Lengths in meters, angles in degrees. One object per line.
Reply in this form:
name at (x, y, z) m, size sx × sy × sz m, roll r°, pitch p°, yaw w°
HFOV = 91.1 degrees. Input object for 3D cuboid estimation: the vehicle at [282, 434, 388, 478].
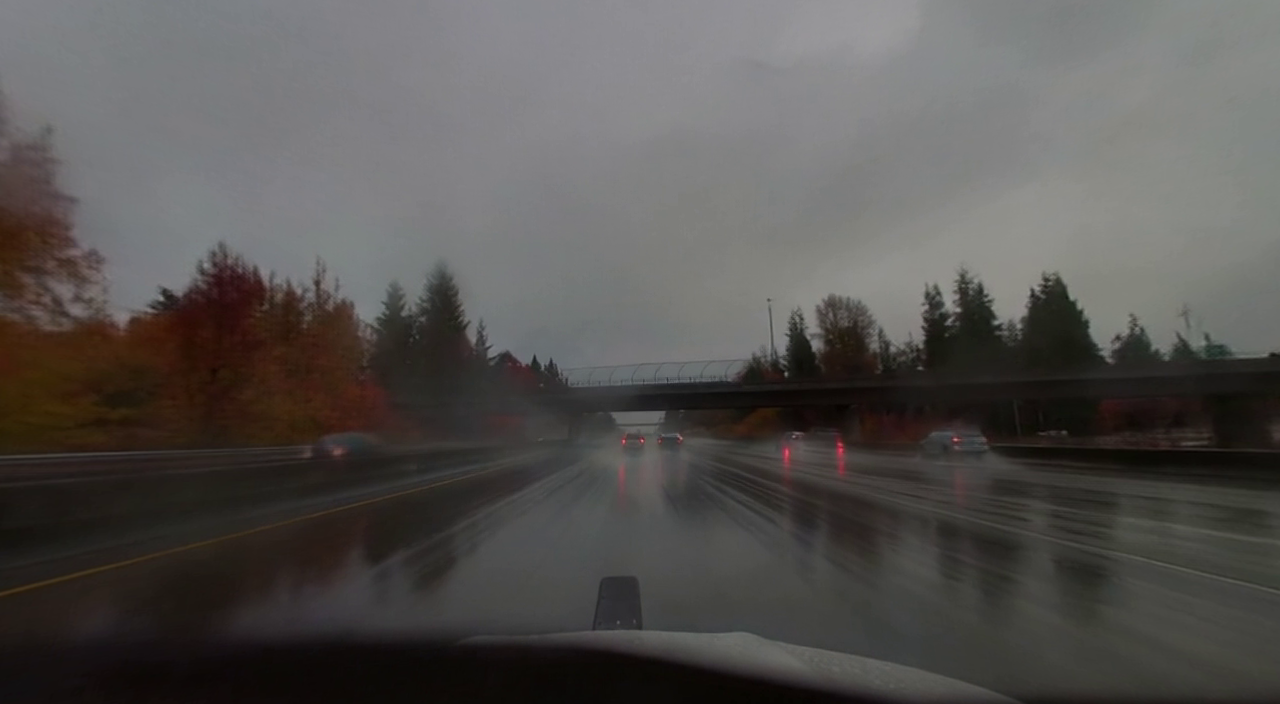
vehicle at (-11.615, 3.961, 24.350) m, size 1.922 × 1.512 × 4.369 m, roll 0°, pitch -8°, yaw 0°
